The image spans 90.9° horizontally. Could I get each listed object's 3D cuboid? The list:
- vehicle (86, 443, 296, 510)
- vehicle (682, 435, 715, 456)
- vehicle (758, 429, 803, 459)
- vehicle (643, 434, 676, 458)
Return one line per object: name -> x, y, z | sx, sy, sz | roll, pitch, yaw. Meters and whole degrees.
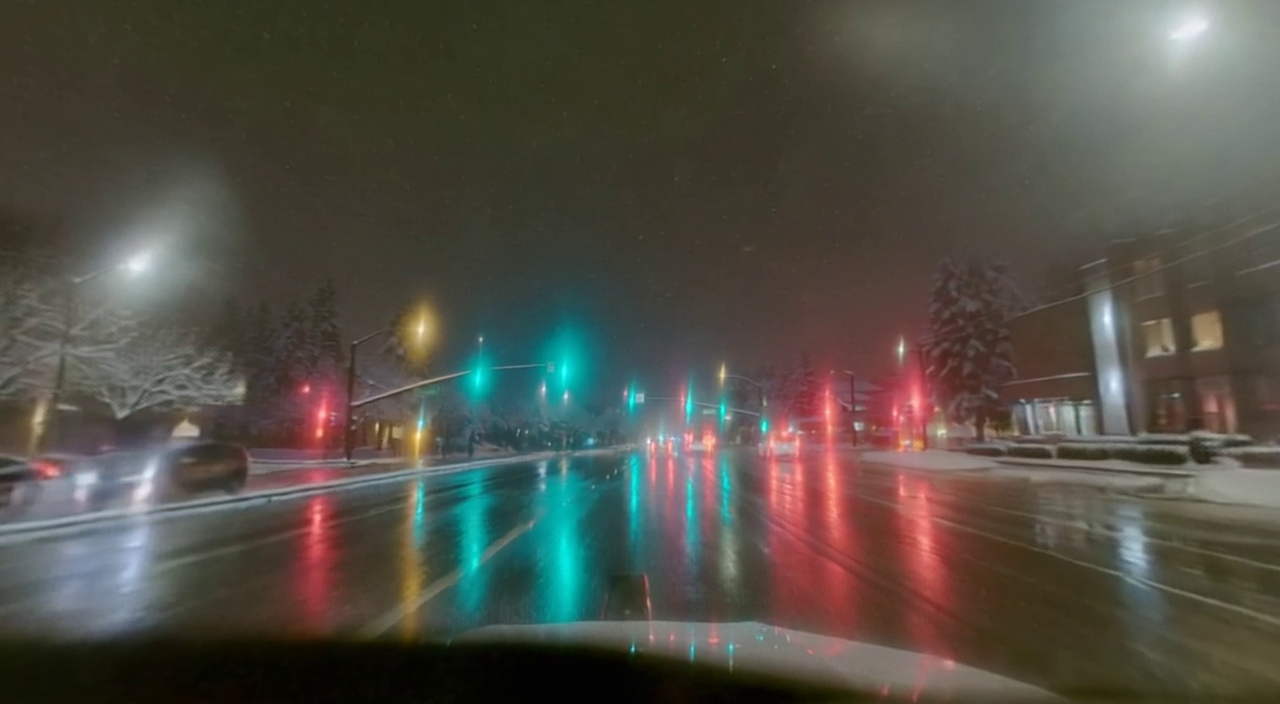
vehicle -> -11.229, 3.115, 16.324 | 1.943, 1.463, 4.707 | 0, -8, 1
vehicle -> 4.204, 6.785, 45.675 | 1.994, 1.436, 4.169 | 0, -8, 0
vehicle -> 9.545, 6.289, 43.183 | 2.132, 1.892, 4.851 | -1, -8, 3
vehicle -> 1.328, 6.375, 42.822 | 2.099, 1.516, 4.681 | 0, -8, 2
